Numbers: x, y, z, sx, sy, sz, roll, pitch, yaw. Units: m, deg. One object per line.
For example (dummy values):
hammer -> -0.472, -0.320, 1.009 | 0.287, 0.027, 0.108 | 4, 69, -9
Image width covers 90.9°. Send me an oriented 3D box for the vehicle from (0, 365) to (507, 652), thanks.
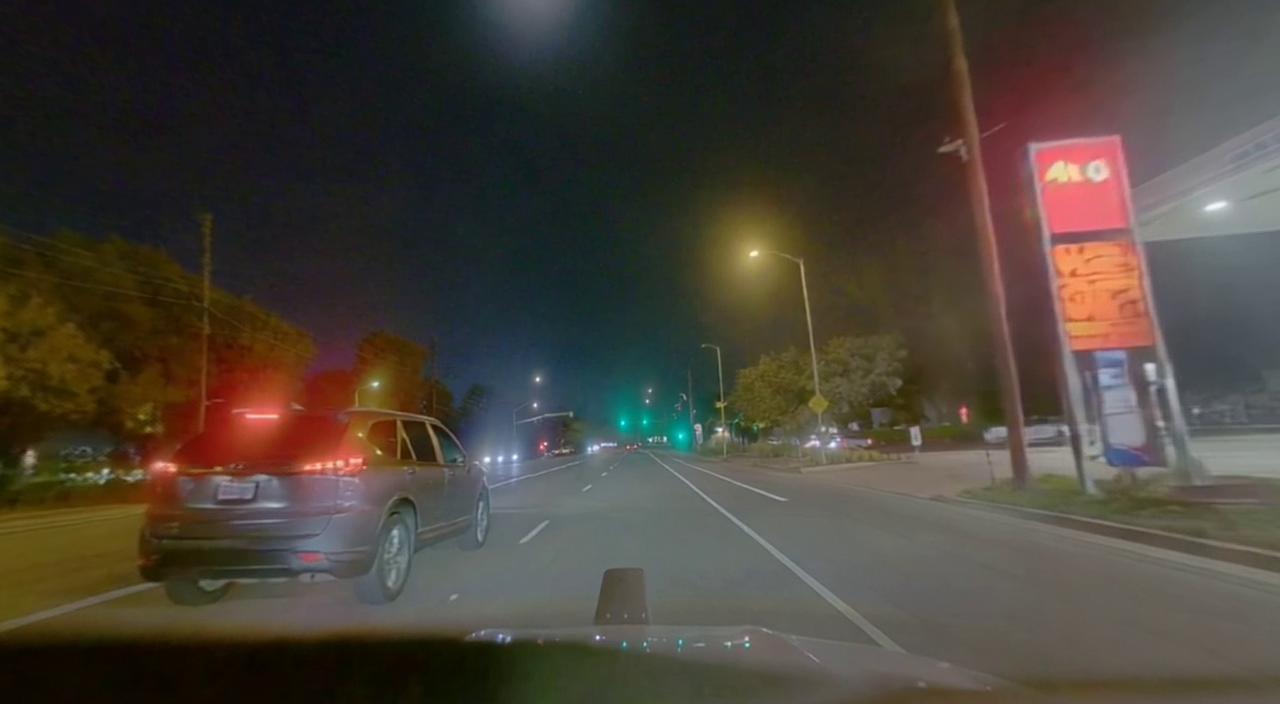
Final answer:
vehicle -> -3.044, 1.345, 6.512 | 2.190, 1.844, 4.751 | 0, -8, 1
